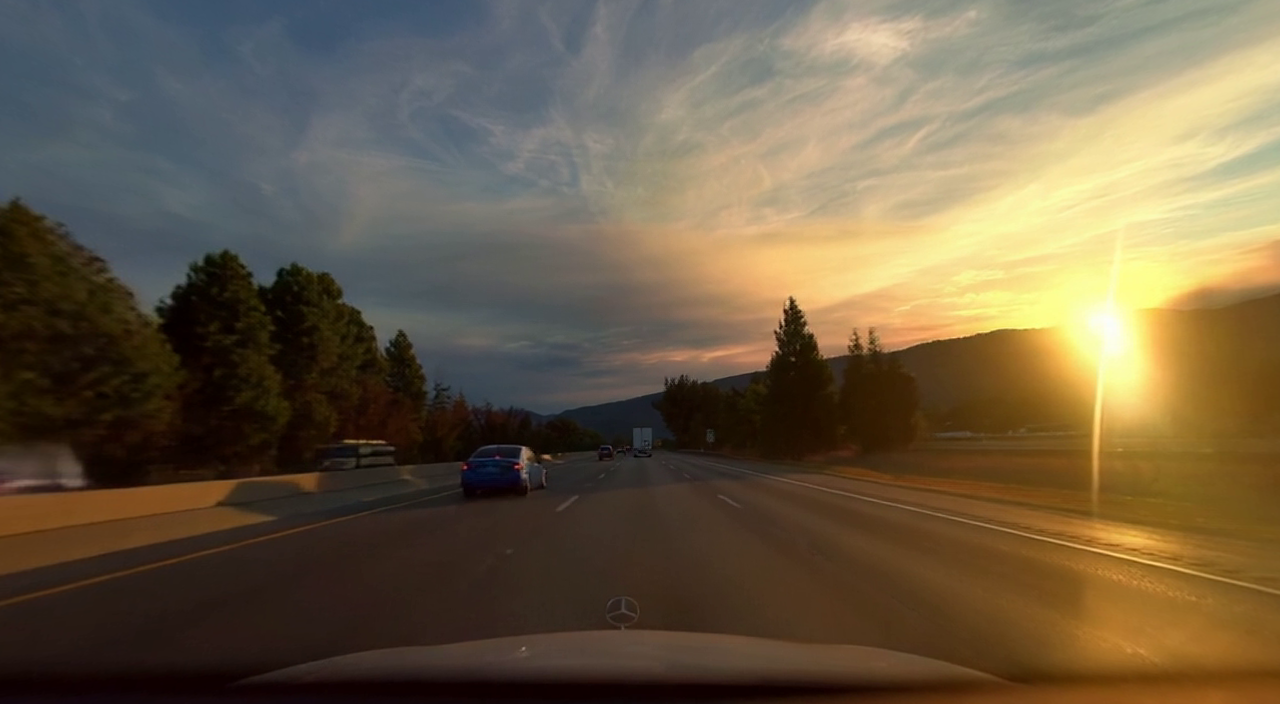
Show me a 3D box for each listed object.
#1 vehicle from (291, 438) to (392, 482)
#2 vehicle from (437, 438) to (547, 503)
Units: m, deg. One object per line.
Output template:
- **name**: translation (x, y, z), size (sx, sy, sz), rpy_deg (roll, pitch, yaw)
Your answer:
- **vehicle**: translation (-16.797, 6.137, 36.070), size (2.441, 2.242, 6.646), rpy_deg (-1, -9, 1)
- **vehicle**: translation (-3.855, 3.170, 17.200), size (2.018, 1.548, 3.849), rpy_deg (-1, -9, 1)
